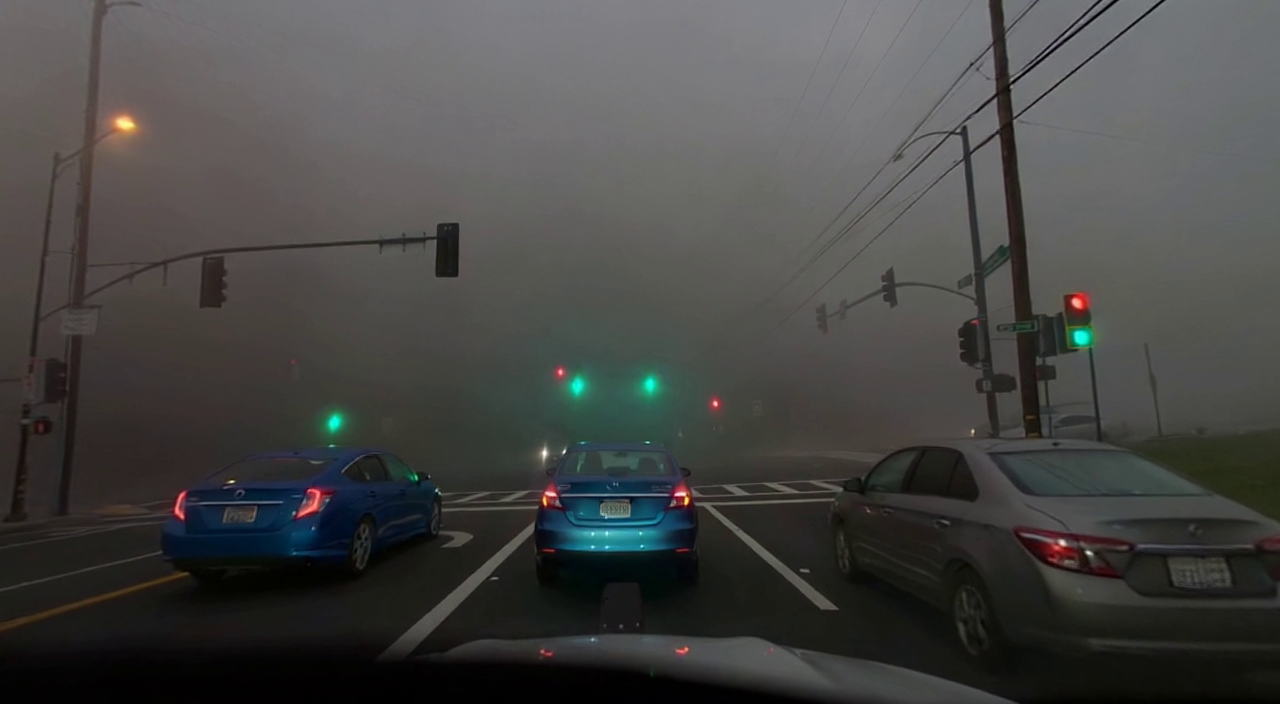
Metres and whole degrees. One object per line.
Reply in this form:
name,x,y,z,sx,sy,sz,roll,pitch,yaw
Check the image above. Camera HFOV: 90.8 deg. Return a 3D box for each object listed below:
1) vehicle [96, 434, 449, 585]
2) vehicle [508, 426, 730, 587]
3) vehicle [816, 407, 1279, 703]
vehicle,-4.359,1.901,8.556,2.106,1.492,4.312,0,-8,1
vehicle,-0.233,1.757,8.056,2.061,1.485,4.196,0,-8,-1
vehicle,2.910,1.301,5.060,1.860,1.494,3.707,0,-8,-1
